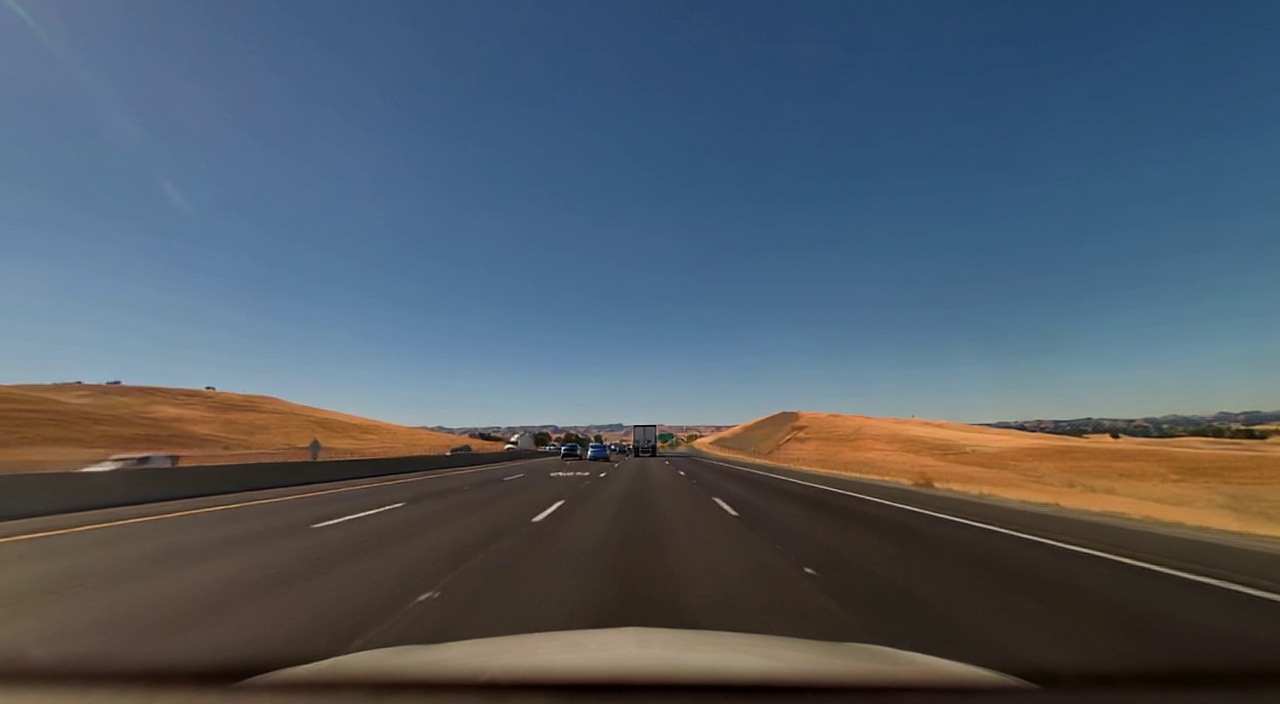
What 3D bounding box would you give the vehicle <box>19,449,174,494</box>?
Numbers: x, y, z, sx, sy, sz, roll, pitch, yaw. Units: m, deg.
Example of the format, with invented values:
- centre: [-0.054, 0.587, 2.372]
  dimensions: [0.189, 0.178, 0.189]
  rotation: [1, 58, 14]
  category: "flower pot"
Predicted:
- centre: [-20.868, 4.556, 24.527]
  dimensions: [2.007, 1.533, 4.429]
  rotation: [0, -8, 1]
  category: "vehicle"
